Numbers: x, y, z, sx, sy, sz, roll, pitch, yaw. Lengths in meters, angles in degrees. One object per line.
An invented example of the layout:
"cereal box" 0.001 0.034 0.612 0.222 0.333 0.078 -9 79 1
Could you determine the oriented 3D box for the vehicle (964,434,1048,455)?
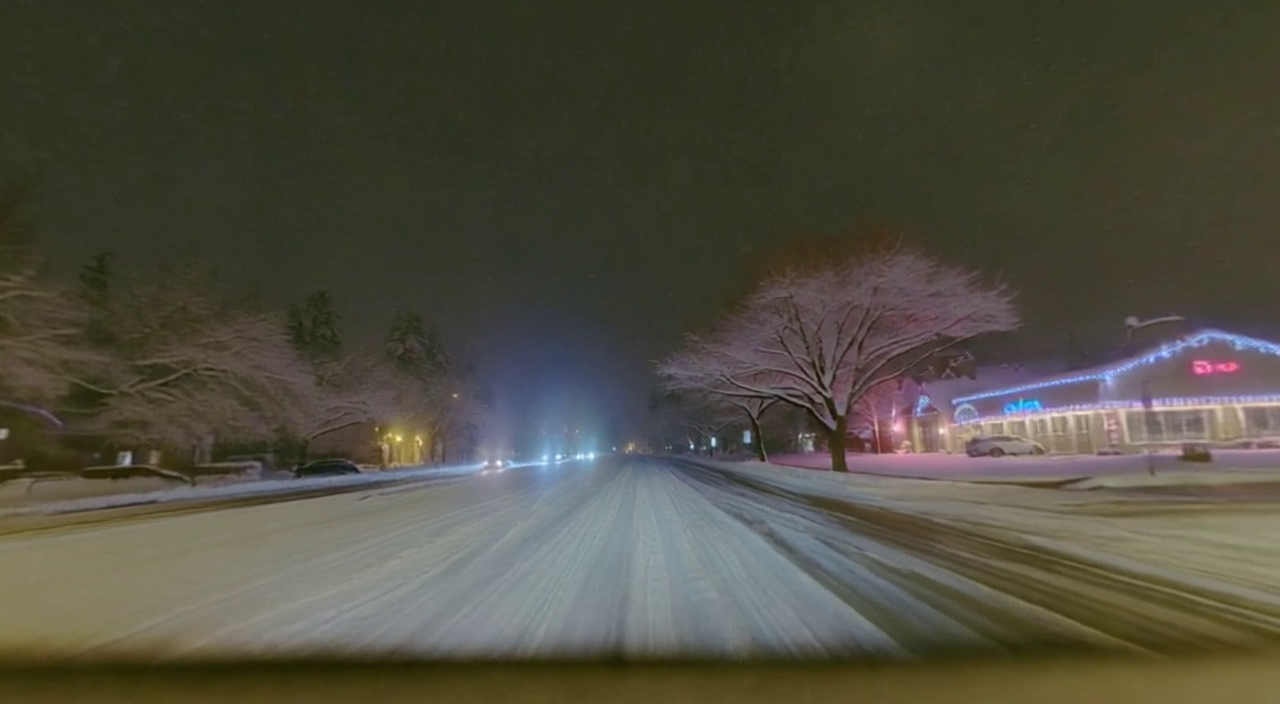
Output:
"vehicle" 25.960 6.607 44.867 4.942 1.435 1.987 -5 -9 28
